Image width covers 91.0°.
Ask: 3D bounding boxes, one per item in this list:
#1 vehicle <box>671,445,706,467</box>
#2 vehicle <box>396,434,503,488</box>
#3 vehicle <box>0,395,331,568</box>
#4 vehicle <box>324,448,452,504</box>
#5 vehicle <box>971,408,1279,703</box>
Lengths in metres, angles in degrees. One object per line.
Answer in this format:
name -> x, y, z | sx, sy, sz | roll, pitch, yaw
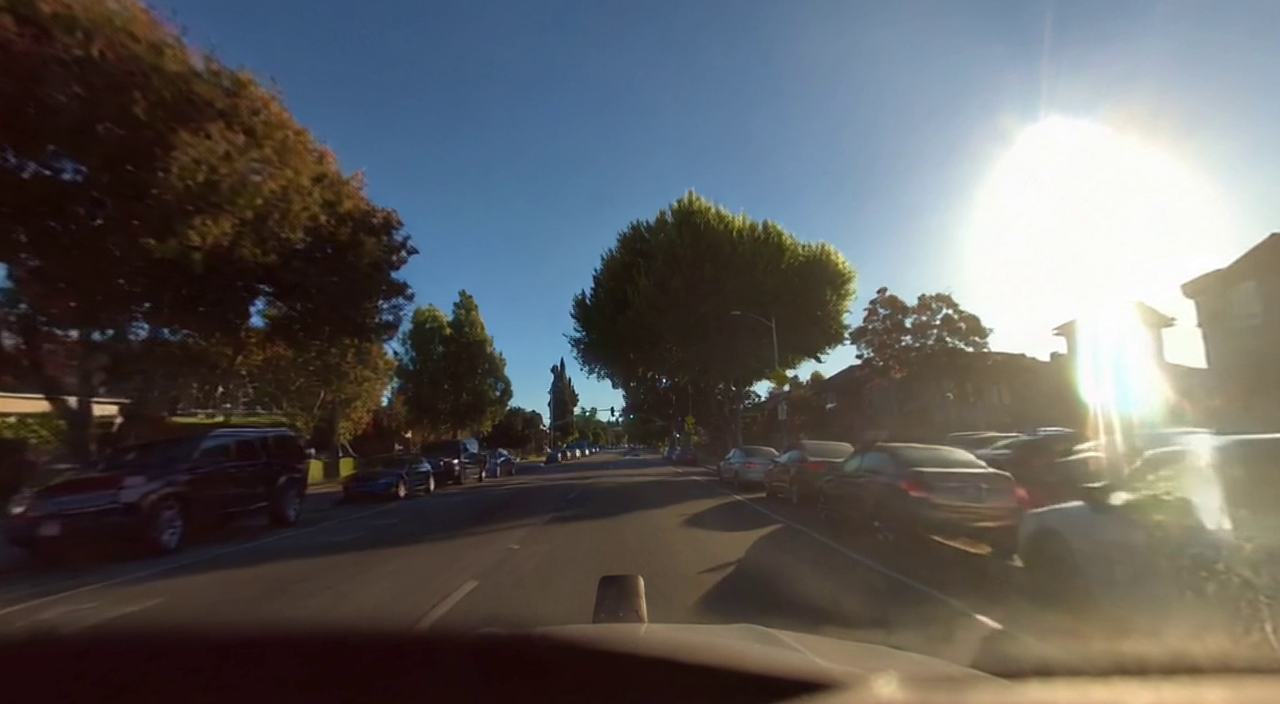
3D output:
vehicle -> 3.373, 7.403, 44.992 | 2.005, 1.466, 4.767 | 0, -8, -2
vehicle -> -7.686, 4.451, 26.212 | 2.613, 1.959, 5.843 | 0, -8, 0
vehicle -> -7.635, 2.030, 10.720 | 2.146, 2.167, 5.339 | 0, -8, -2
vehicle -> -7.593, 3.751, 19.584 | 2.057, 1.486, 4.759 | 0, -8, -1
vehicle -> 3.784, 1.047, 2.907 | 2.009, 1.547, 4.574 | 0, -8, 0
